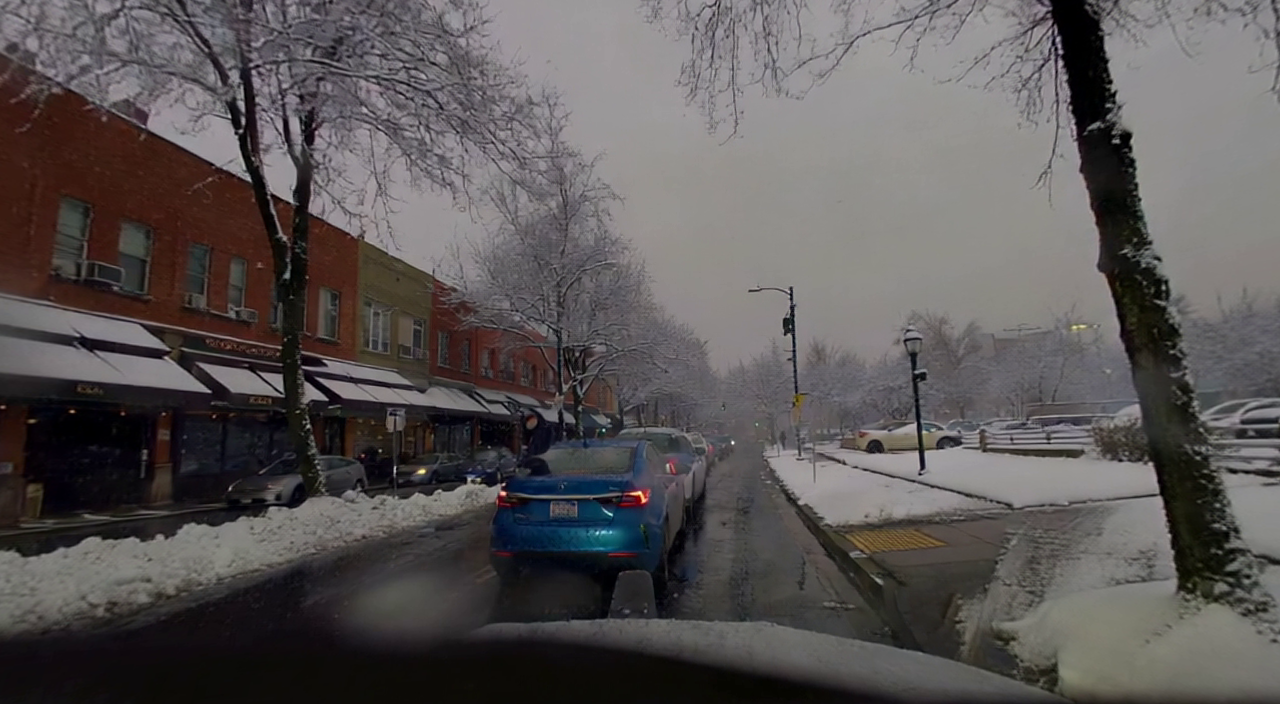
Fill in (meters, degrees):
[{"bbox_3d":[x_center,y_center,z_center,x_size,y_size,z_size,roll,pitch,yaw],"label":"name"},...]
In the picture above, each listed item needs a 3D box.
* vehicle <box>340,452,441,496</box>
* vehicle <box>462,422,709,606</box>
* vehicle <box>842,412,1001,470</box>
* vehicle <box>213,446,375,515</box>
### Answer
[{"bbox_3d":[-10.250,5.027,26.279,1.826,1.432,4.556,-7,-9,8],"label":"vehicle"},{"bbox_3d":[-0.277,1.634,7.283,1.939,1.478,3.922,-1,-8,8],"label":"vehicle"},{"bbox_3d":[9.023,2.827,20.218,4.558,1.528,1.915,0,-8,-23],"label":"vehicle"},{"bbox_3d":[-11.002,4.064,20.588,2.081,1.718,5.342,-6,-9,3],"label":"vehicle"}]
